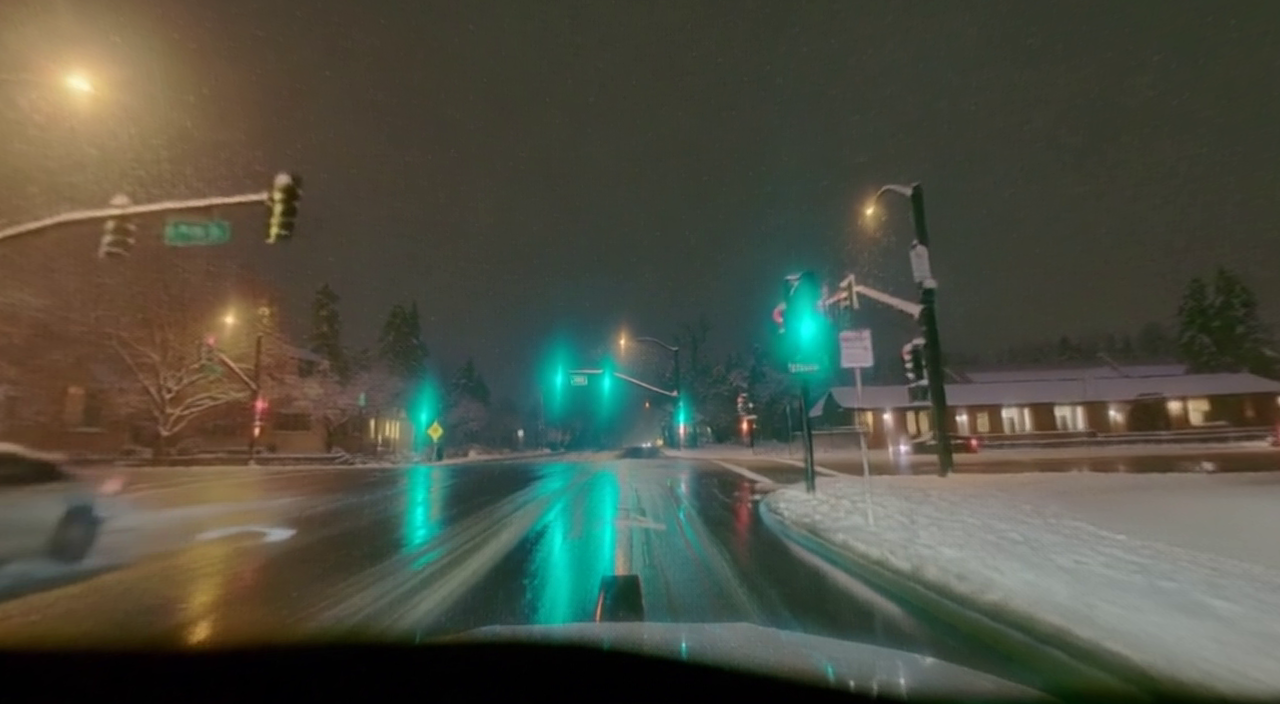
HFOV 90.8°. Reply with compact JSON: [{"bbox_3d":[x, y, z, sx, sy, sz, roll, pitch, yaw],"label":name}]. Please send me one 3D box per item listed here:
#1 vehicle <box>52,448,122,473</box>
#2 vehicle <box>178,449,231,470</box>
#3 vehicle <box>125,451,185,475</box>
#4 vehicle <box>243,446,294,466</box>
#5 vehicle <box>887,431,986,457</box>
[{"bbox_3d":[-38.812,7.601,44.461,1.959,1.590,4.105,2,-9,-15],"label":"vehicle"},{"bbox_3d":[-31.929,7.891,46.457,1.816,1.423,4.126,2,-9,-14],"label":"vehicle"},{"bbox_3d":[-34.745,7.918,45.363,2.000,1.582,4.063,3,-9,-16],"label":"vehicle"},{"bbox_3d":[-27.648,7.738,47.143,1.665,1.386,4.012,1,-8,-6],"label":"vehicle"},{"bbox_3d":[16.905,5.286,36.213,4.720,1.410,1.784,-1,-8,9],"label":"vehicle"}]
